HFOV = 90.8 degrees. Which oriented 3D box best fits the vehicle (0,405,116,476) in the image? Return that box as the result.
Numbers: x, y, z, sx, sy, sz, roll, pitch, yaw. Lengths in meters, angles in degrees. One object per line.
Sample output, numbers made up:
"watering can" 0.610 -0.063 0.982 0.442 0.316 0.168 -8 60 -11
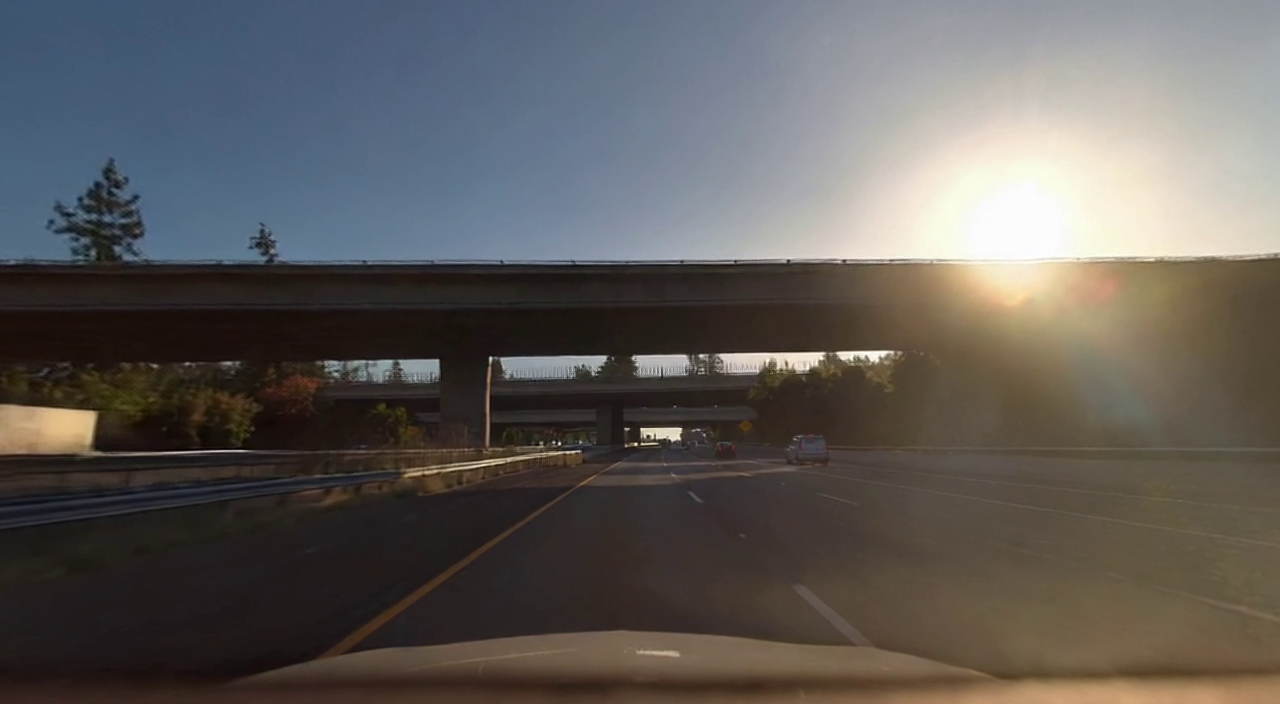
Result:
"vehicle" -39.023 5.135 36.611 2.933 4.165 16.704 0 -9 1
